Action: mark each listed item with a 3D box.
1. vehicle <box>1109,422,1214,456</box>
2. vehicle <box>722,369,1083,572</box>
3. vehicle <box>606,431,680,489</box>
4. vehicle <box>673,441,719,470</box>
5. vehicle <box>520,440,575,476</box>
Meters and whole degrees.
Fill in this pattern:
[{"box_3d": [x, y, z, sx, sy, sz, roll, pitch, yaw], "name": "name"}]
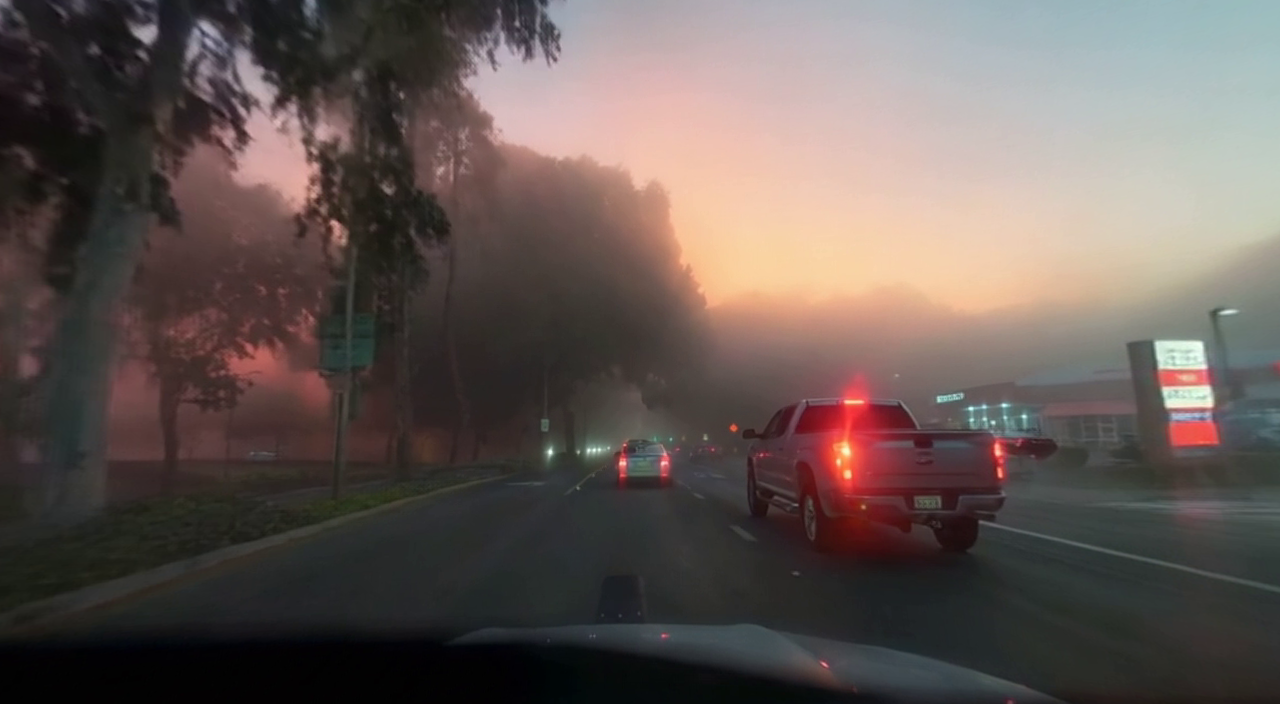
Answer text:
[{"box_3d": [28.778, 4.844, 34.851, 3.992, 1.669, 1.803, -3, -9, 3], "name": "vehicle"}, {"box_3d": [3.134, 1.665, 9.641, 2.731, 2.101, 6.047, 0, -8, -2], "name": "vehicle"}, {"box_3d": [0.031, 3.450, 20.429, 2.145, 1.650, 4.021, 0, -8, -2], "name": "vehicle"}, {"box_3d": [2.898, 5.503, 33.660, 1.970, 1.464, 4.249, 0, -8, -1], "name": "vehicle"}, {"box_3d": [-4.104, 4.755, 28.503, 1.960, 1.475, 4.161, 0, -8, -1], "name": "vehicle"}]
